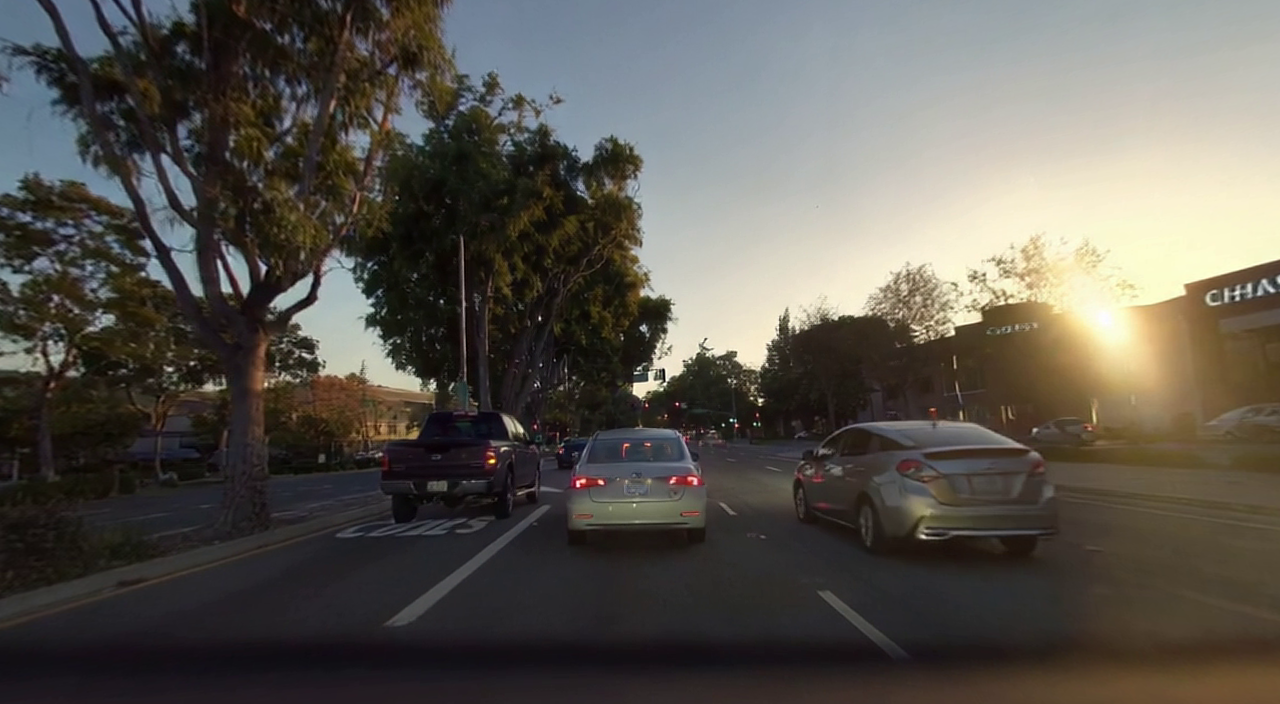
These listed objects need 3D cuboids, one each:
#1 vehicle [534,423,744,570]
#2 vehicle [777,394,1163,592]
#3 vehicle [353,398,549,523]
[{"bbox_3d":[-0.068,1.759,8.465,2.126,1.475,3.967,0,-8,-2],"label":"vehicle"},{"bbox_3d":[3.333,1.546,7.828,2.092,1.658,4.814,0,-8,-1],"label":"vehicle"},{"bbox_3d":[-3.433,2.135,12.950,2.301,1.985,5.531,0,-8,0],"label":"vehicle"}]
